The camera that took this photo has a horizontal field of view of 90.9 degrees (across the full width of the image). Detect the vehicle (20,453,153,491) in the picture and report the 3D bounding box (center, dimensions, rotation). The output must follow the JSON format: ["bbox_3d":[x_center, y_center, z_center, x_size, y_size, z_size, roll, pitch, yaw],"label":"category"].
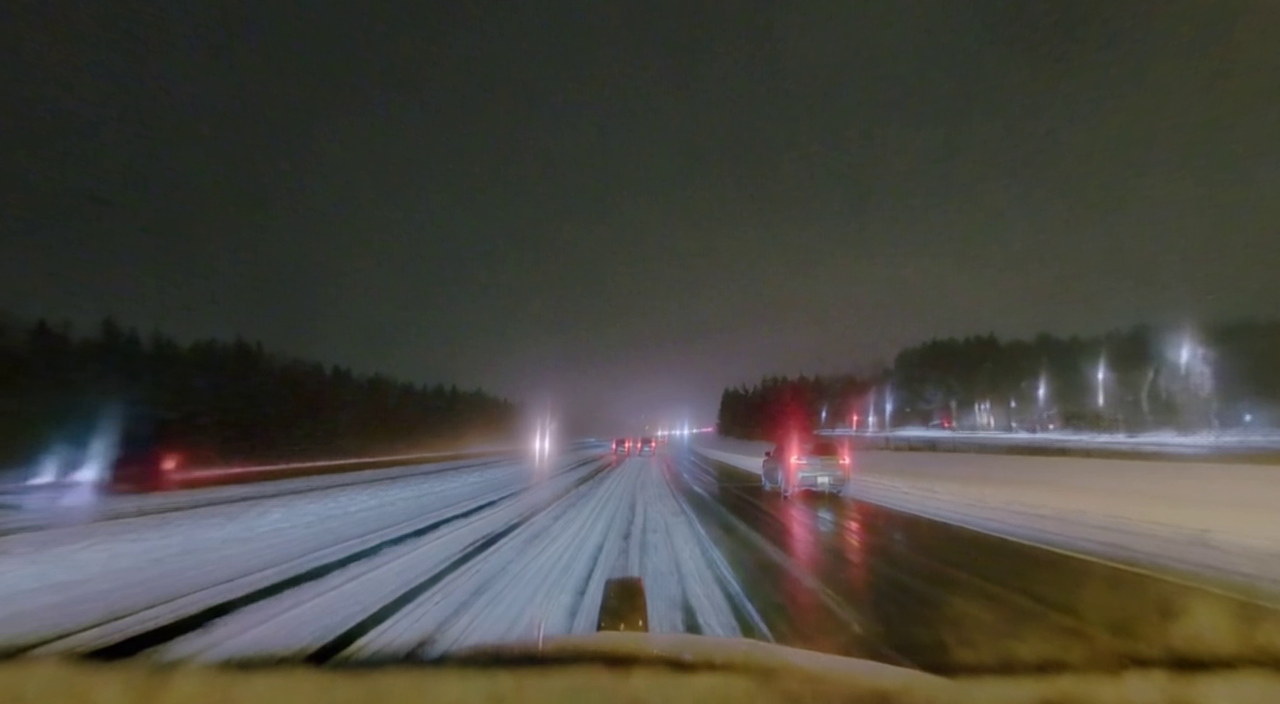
[{"bbox_3d":[-24.534,5.314,28.218,1.755,1.468,4.571,-1,-9,1],"label":"vehicle"}]
